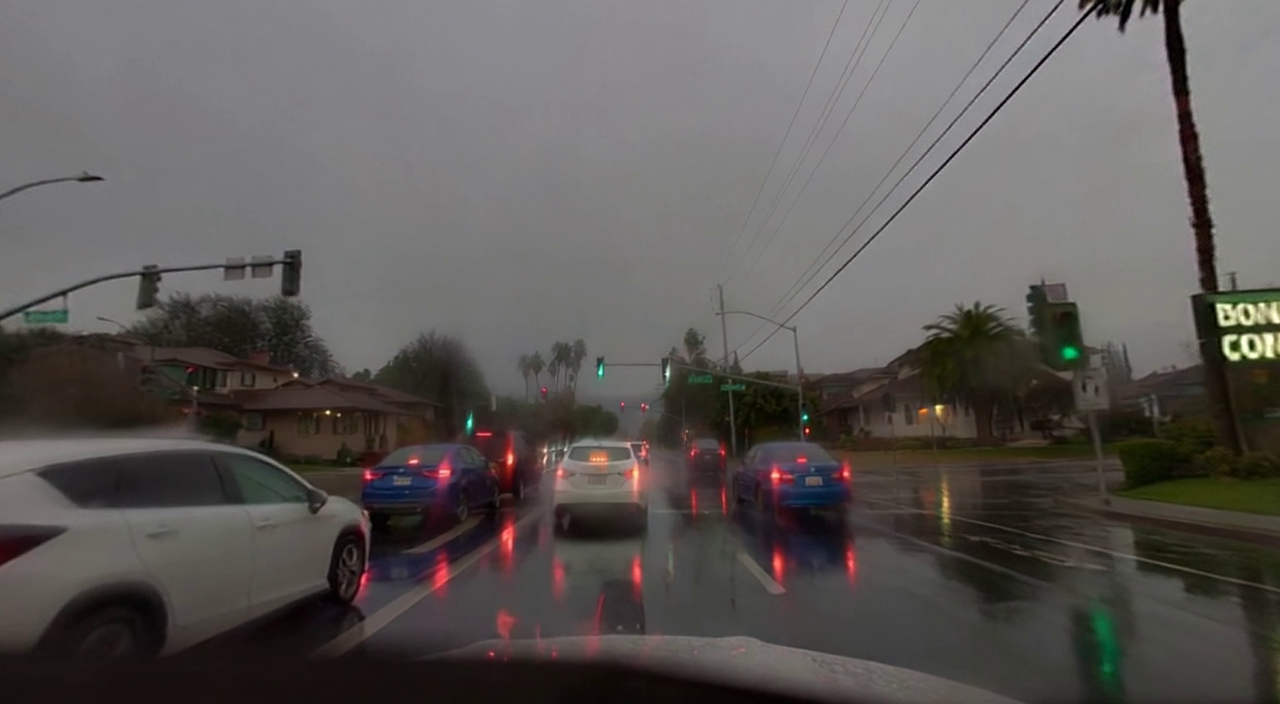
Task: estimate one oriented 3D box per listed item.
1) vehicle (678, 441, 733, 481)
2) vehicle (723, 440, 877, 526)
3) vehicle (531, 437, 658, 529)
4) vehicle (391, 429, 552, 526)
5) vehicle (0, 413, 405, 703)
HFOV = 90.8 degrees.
[{"bbox_3d":[2.858,4.839,28.395,1.956,1.615,4.205,0,-8,-1],"label":"vehicle"},{"bbox_3d":[3.059,2.586,13.136,2.014,1.464,4.312,0,-8,-1],"label":"vehicle"},{"bbox_3d":[-0.738,2.478,12.501,2.104,1.500,3.815,0,-8,1],"label":"vehicle"},{"bbox_3d":[-3.339,2.586,13.601,2.024,1.701,4.572,-1,-8,2],"label":"vehicle"},{"bbox_3d":[-3.669,1.319,4.747,2.058,1.474,4.473,0,-8,0],"label":"vehicle"}]
